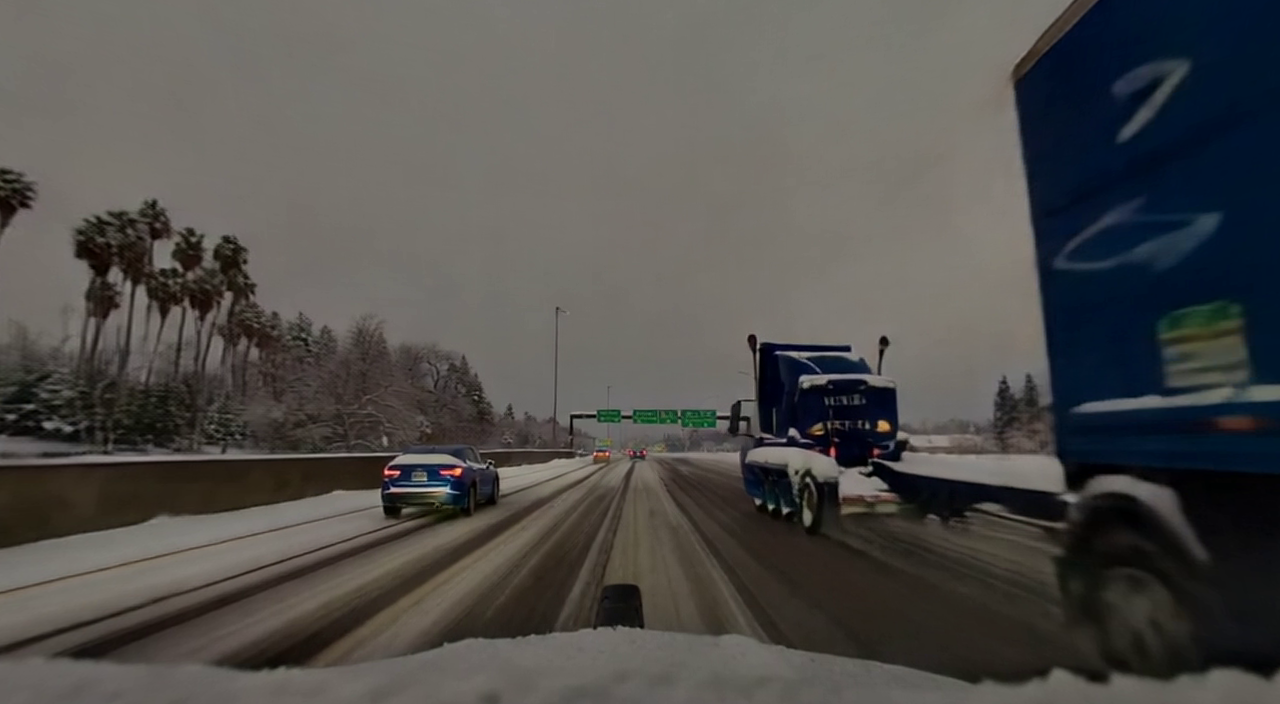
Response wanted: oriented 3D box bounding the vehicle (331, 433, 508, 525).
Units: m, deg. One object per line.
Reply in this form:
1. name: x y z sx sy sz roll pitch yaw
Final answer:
1. vehicle: -4.187 2.470 12.820 2.120 1.537 4.139 0 -8 -1

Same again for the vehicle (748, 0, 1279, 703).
1. vehicle: 3.587 -0.215 3.507 2.891 4.123 16.415 0 -8 -1
